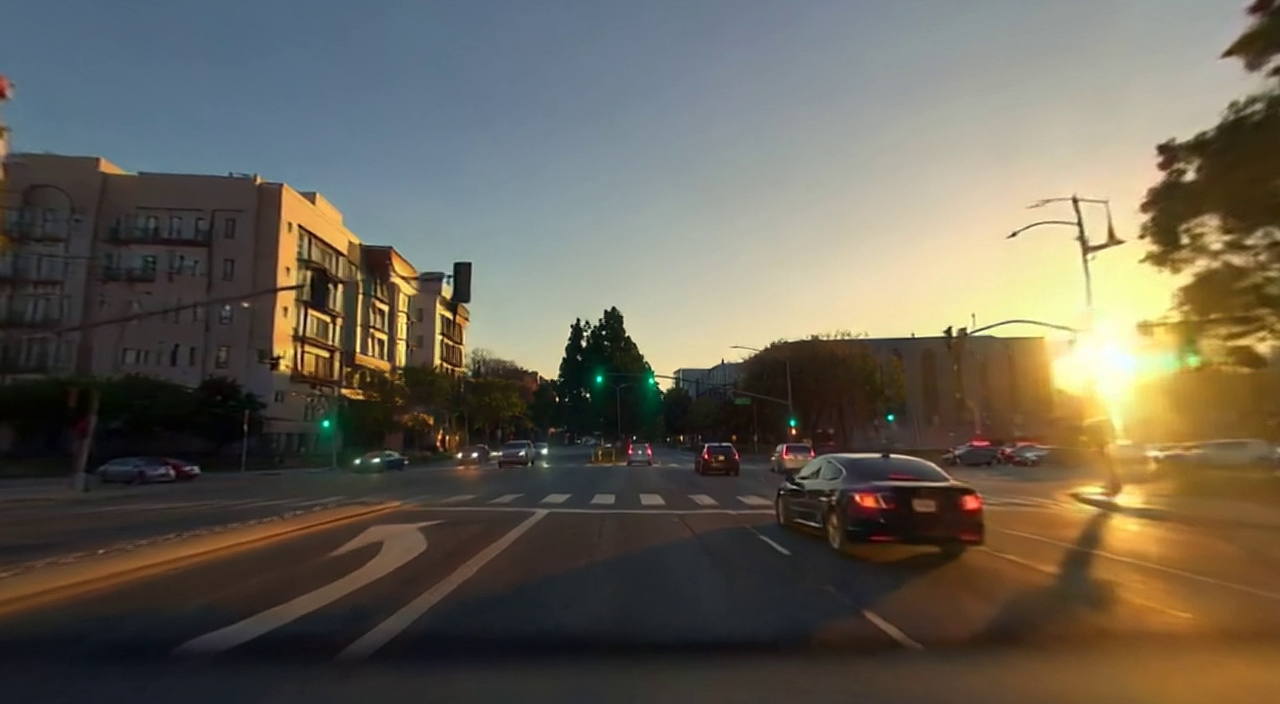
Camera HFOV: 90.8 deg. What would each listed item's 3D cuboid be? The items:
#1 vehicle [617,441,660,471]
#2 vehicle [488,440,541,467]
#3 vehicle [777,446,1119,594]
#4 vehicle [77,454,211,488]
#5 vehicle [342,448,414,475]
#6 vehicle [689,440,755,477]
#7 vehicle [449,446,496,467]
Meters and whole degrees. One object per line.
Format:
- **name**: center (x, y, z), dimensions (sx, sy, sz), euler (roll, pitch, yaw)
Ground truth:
- **vehicle**: center (-0.095, 5.468, 33.361), dimensions (2.143, 1.480, 4.006), euler (0, -8, 0)
- **vehicle**: center (-8.494, 6.919, 43.223), dimensions (2.590, 1.769, 4.827), euler (0, -8, 0)
- **vehicle**: center (3.308, 1.868, 8.028), dimensions (2.080, 1.321, 4.382), euler (0, -8, -1)
- **vehicle**: center (-23.565, 5.638, 30.143), dimensions (4.751, 1.501, 2.147), euler (-1, -8, 5)
- **vehicle**: center (-15.310, 6.402, 37.188), dimensions (2.144, 1.463, 4.701), euler (0, -8, 1)
- **vehicle**: center (3.585, 4.761, 28.484), dimensions (2.226, 1.490, 4.593), euler (0, -8, -2)
- **vehicle**: center (-12.219, 7.638, 46.385), dimensions (2.181, 1.440, 4.253), euler (0, -8, 1)
